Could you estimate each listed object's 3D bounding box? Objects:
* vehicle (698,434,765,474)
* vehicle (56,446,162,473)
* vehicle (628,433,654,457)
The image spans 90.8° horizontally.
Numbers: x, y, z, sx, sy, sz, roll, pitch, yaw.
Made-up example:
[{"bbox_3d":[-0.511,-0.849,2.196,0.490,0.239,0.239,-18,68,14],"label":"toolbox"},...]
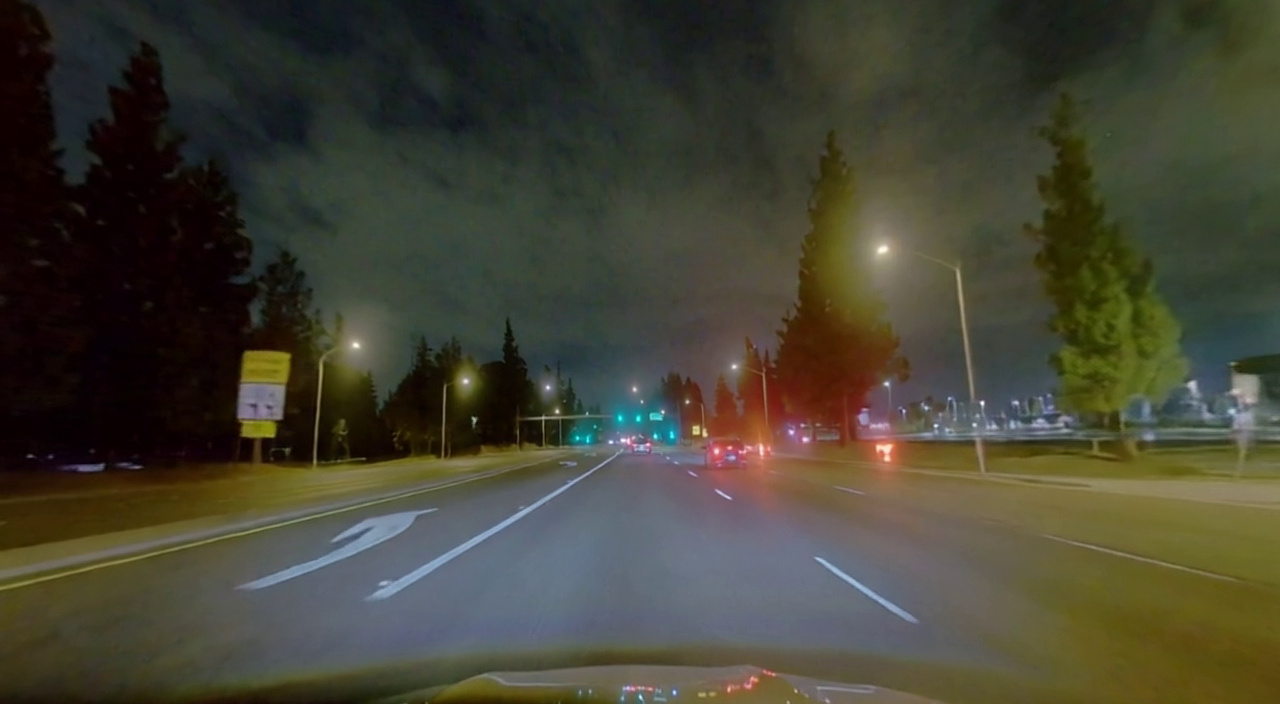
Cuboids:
[{"bbox_3d":[3.643,4.163,26.009,1.948,1.479,4.620,0,-8,-2],"label":"vehicle"},{"bbox_3d":[-30.352,6.141,36.182,4.522,1.474,1.862,-1,-8,4],"label":"vehicle"},{"bbox_3d":[0.054,7.291,49.521,1.988,1.800,4.322,0,-8,0],"label":"vehicle"}]
